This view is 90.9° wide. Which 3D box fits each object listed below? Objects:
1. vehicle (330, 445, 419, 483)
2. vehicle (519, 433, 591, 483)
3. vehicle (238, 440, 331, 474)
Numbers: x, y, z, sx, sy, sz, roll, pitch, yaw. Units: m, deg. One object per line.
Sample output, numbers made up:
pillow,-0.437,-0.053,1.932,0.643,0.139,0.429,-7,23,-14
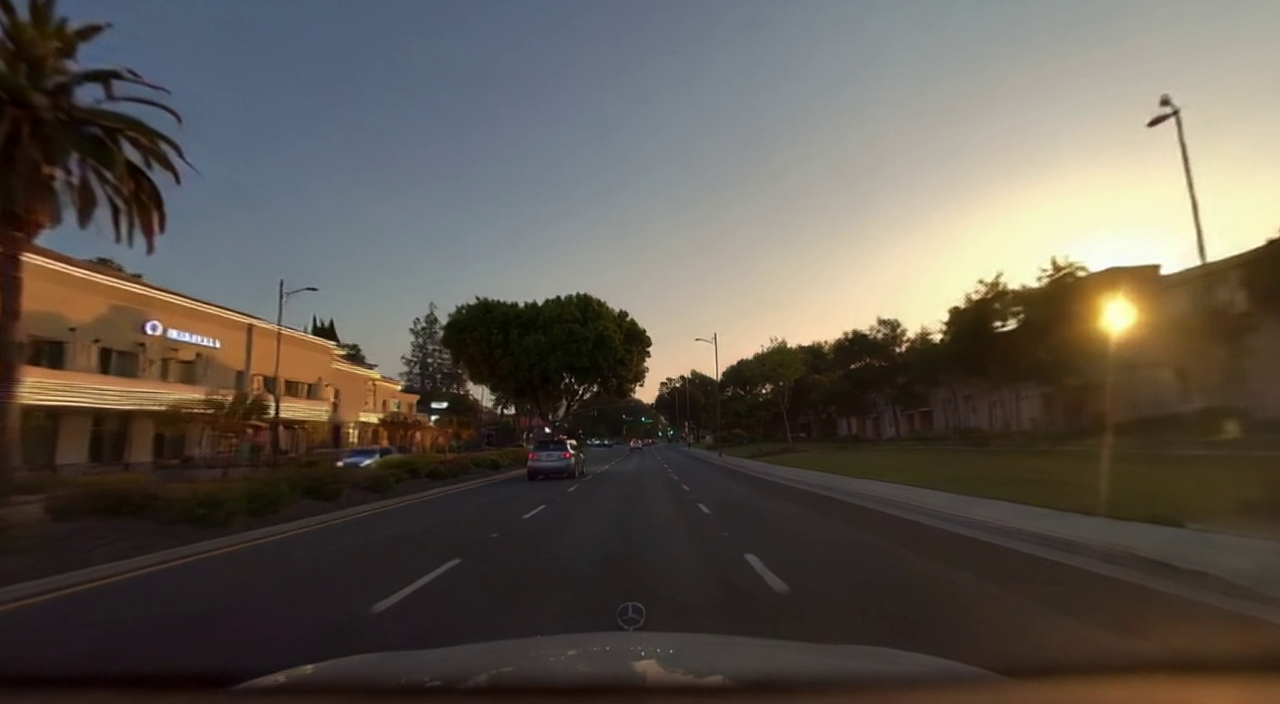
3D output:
vehicle,-11.114,4.696,26.731,1.930,1.480,4.115,0,-8,1
vehicle,-3.109,3.997,24.080,2.062,1.693,4.669,0,-8,1
vehicle,-22.266,6.590,39.819,2.452,1.859,5.964,-3,-9,0
